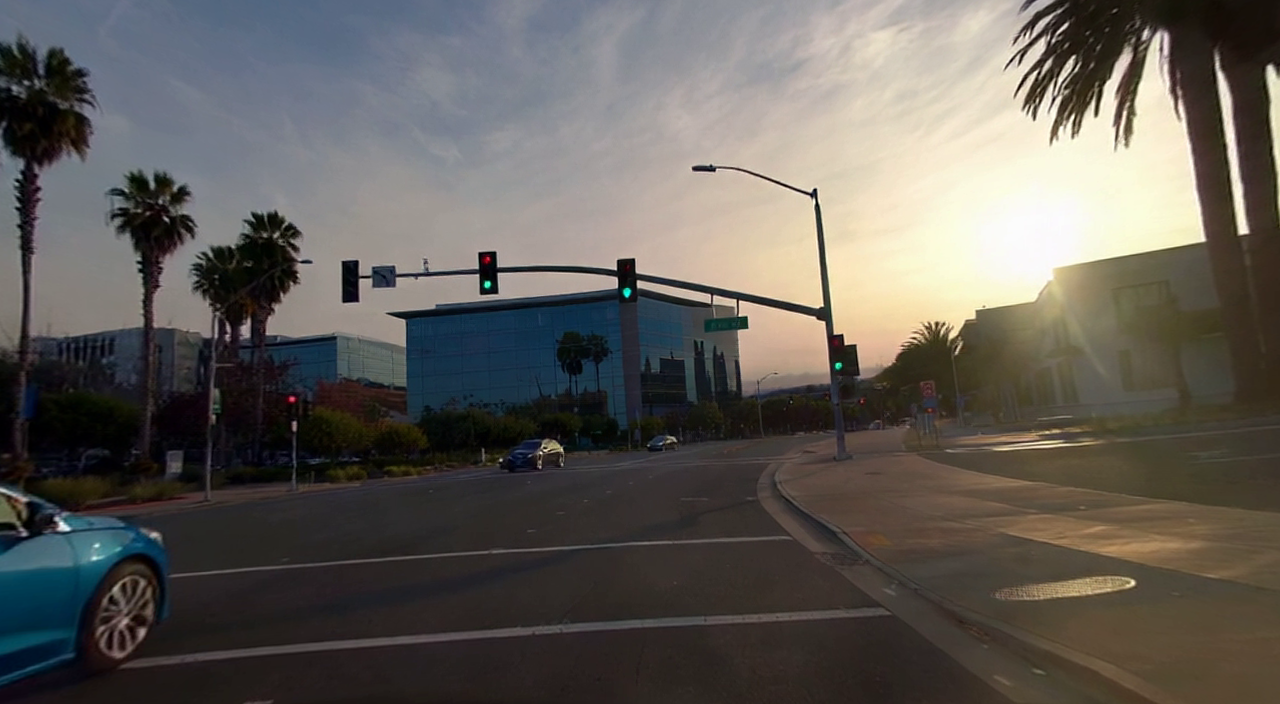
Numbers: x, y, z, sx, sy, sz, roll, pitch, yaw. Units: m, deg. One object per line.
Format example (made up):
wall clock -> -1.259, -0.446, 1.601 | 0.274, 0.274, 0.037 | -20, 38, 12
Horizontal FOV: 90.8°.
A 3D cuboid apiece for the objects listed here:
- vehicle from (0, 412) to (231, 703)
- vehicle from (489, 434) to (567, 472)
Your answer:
vehicle -> -3.325, 0.816, 1.231 | 2.071, 1.482, 4.446 | 0, -9, 0
vehicle -> -5.742, 5.270, 33.060 | 2.181, 1.792, 4.648 | -3, -9, 16
